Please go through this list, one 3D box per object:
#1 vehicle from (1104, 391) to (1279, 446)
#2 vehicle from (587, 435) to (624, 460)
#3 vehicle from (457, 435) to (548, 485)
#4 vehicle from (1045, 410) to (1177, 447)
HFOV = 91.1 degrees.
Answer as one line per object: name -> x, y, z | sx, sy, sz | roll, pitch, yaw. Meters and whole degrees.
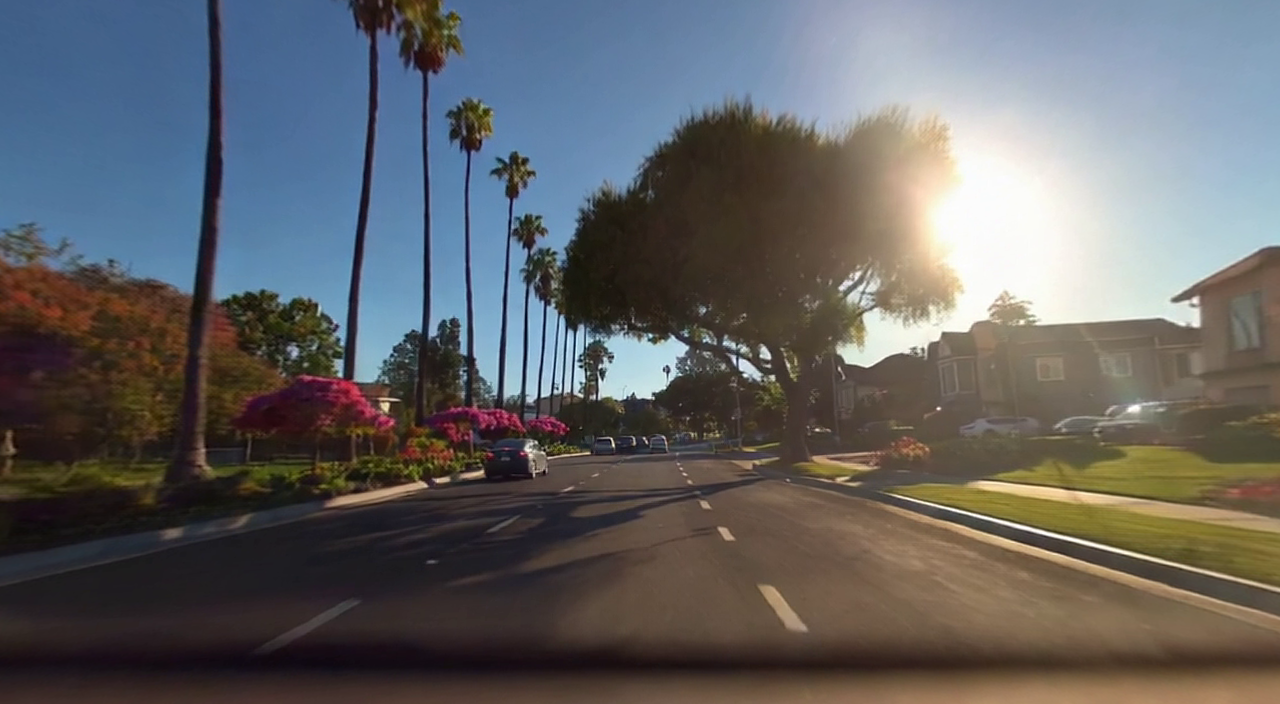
vehicle -> 21.211, 2.593, 24.056 | 5.294, 1.978, 2.201 | 1, -8, -7
vehicle -> -2.538, 7.247, 47.698 | 2.188, 1.819, 4.667 | -1, -8, 4
vehicle -> -4.411, 3.550, 20.952 | 2.036, 1.478, 4.508 | 0, -8, 0
vehicle -> 21.555, 3.531, 28.876 | 4.366, 1.617, 2.096 | 0, -8, 0
